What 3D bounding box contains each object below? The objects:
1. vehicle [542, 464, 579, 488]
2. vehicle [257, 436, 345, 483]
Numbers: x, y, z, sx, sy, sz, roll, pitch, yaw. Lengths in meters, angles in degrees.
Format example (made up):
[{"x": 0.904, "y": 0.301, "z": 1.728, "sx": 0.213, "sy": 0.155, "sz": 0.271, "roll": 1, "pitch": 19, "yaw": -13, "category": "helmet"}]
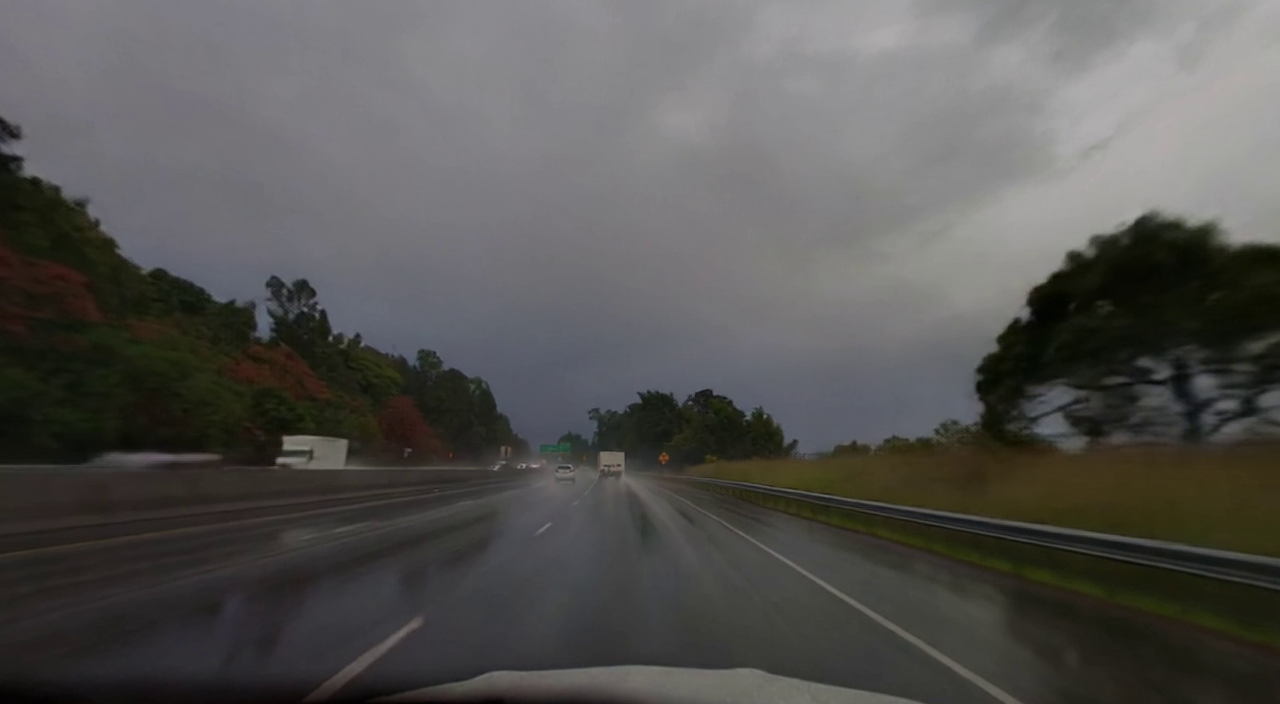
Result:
[{"x": -5.412, "y": 8.573, "z": 43.609, "sx": 2.115, "sy": 1.546, "sz": 4.638, "roll": 1, "pitch": -11, "yaw": -2, "category": "vehicle"}, {"x": -22.805, "y": 7.363, "z": 42.789, "sx": 2.701, "sy": 2.920, "sz": 5.854, "roll": 1, "pitch": -11, "yaw": -1, "category": "vehicle"}]
